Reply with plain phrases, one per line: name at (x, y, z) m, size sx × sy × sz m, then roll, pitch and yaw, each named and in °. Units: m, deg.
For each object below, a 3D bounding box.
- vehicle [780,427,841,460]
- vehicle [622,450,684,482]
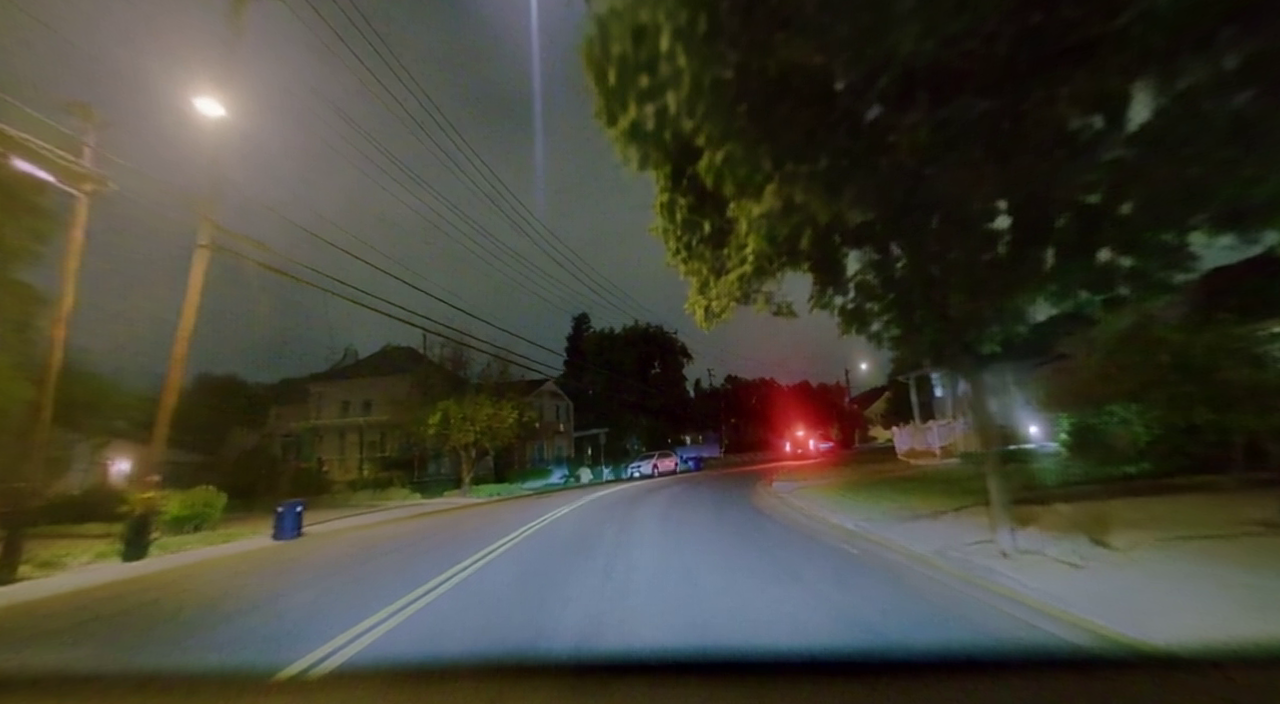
vehicle at (11.055, 5.903, 40.707) m, size 2.086 × 1.974 × 4.890 m, roll -6°, pitch -10°, yaw 36°
vehicle at (0.907, 7.384, 41.281) m, size 2.039 × 1.949 × 4.511 m, roll -5°, pitch -10°, yaw 32°
